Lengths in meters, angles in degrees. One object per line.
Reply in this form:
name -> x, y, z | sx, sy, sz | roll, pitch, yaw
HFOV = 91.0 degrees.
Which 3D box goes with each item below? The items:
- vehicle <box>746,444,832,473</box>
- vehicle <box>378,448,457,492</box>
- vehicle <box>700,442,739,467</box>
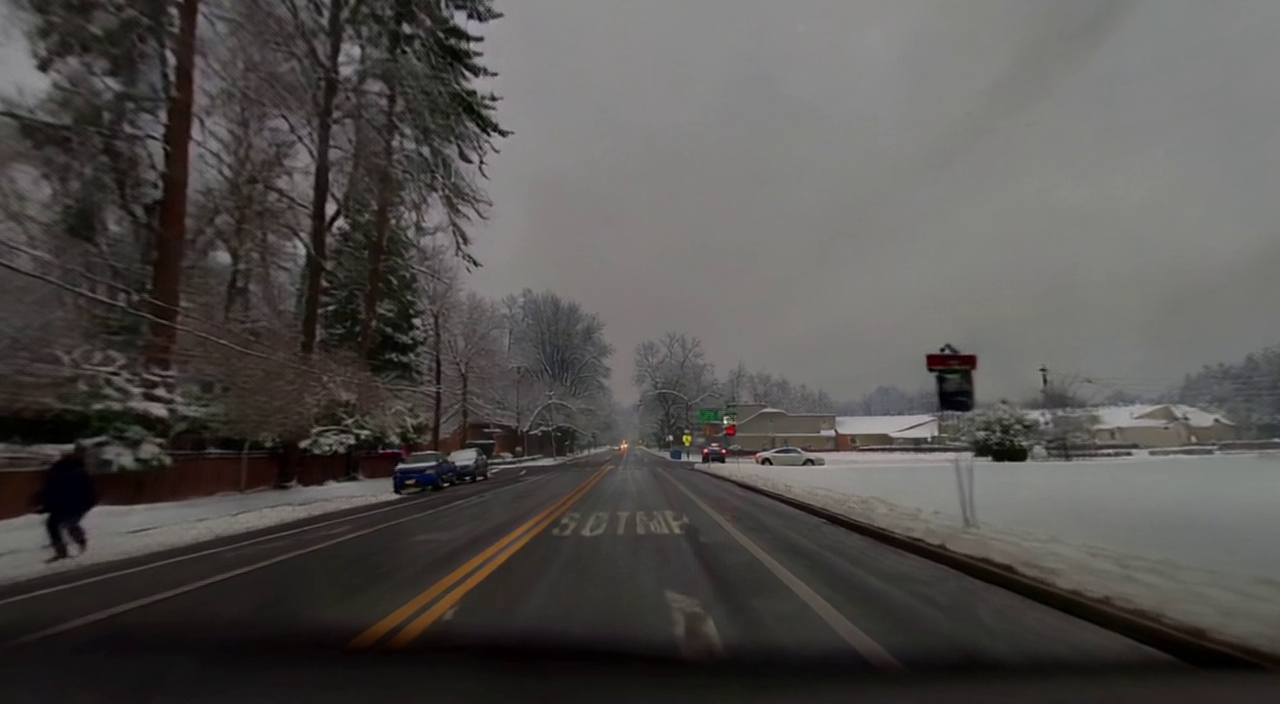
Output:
vehicle -> 8.068, 5.808, 34.495 | 4.438, 1.466, 1.943 | -1, -9, 9
vehicle -> -9.360, 4.969, 26.871 | 1.998, 1.684, 4.180 | 1, -9, -3
vehicle -> 5.600, 7.266, 44.785 | 2.096, 1.713, 4.606 | 0, -9, -1
